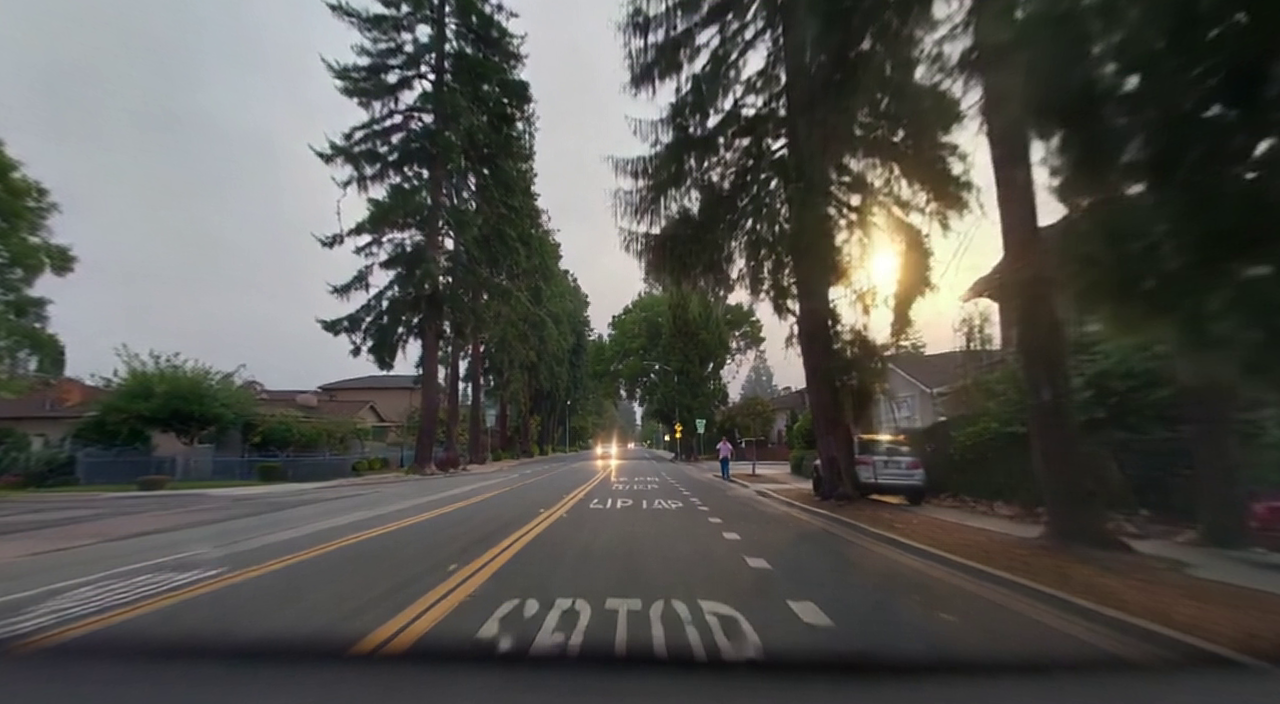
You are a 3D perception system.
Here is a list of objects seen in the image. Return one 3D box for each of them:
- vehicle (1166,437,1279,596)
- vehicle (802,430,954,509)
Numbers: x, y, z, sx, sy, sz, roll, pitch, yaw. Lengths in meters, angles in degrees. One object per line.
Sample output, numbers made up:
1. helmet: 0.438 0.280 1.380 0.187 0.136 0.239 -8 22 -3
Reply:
1. vehicle: 8.219 1.556 5.994 4.438 1.466 1.943 -1 -9 9
2. vehicle: 5.862 2.954 16.285 2.096 1.713 4.606 0 -9 0
